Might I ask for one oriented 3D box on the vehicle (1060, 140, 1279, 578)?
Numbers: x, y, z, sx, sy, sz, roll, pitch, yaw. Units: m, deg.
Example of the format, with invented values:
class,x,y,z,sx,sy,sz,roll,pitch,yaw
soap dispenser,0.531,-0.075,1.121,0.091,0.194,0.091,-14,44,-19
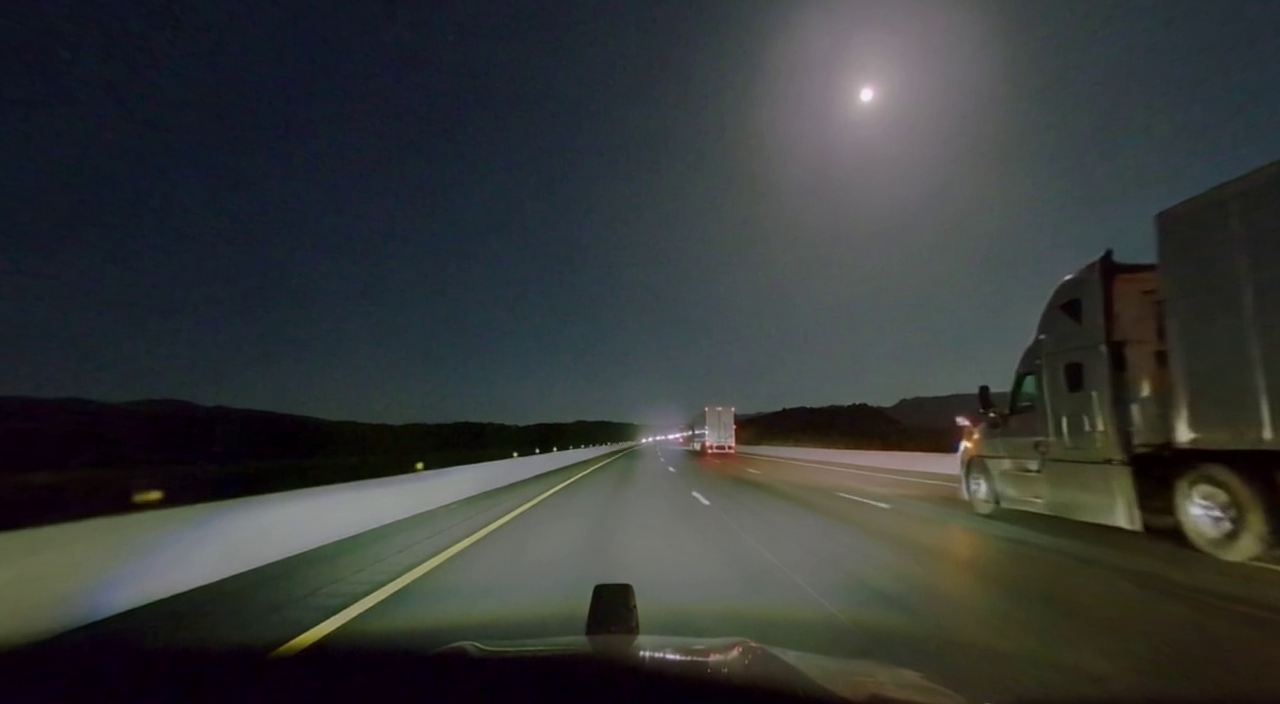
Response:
class,x,y,z,sx,sy,sz,roll,pitch,yaw
vehicle,7.504,-0.538,1.757,2.885,4.075,13.981,0,-8,-1
